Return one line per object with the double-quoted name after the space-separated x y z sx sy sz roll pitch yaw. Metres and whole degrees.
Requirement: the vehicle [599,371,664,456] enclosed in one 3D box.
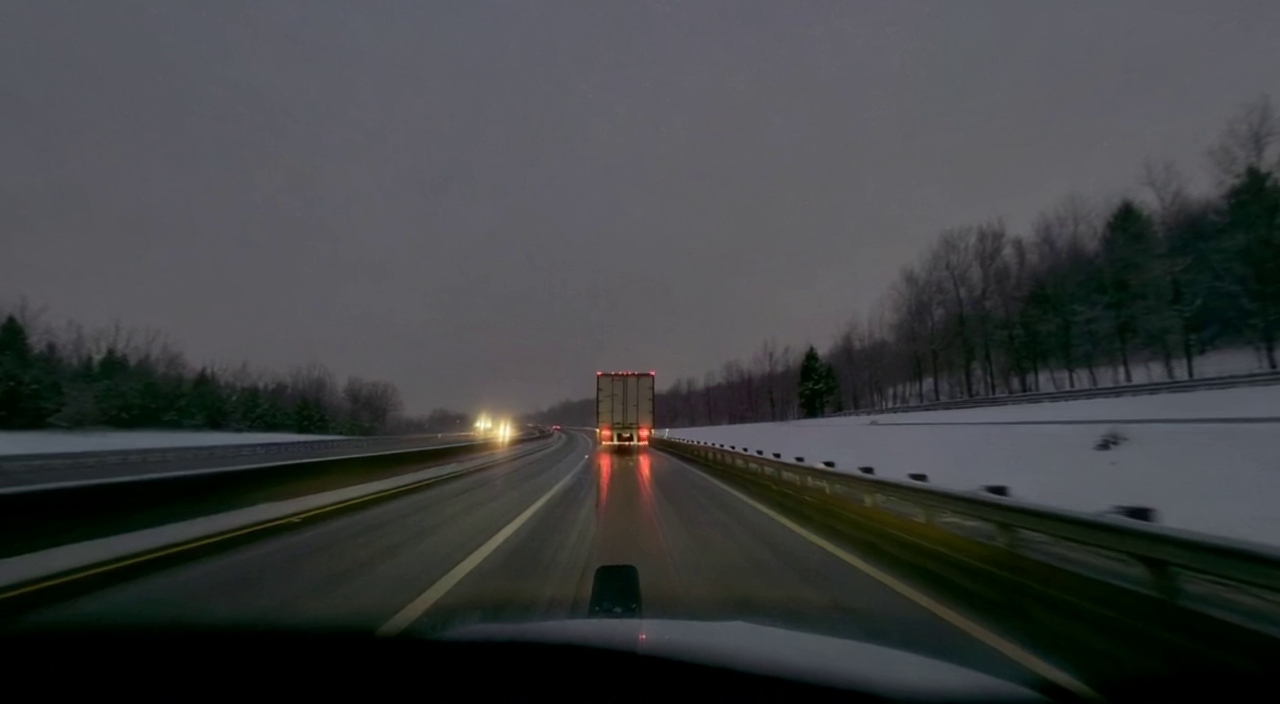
-0.701 3.580 34.626 3.023 3.965 10.402 0 -8 -3 "vehicle"
